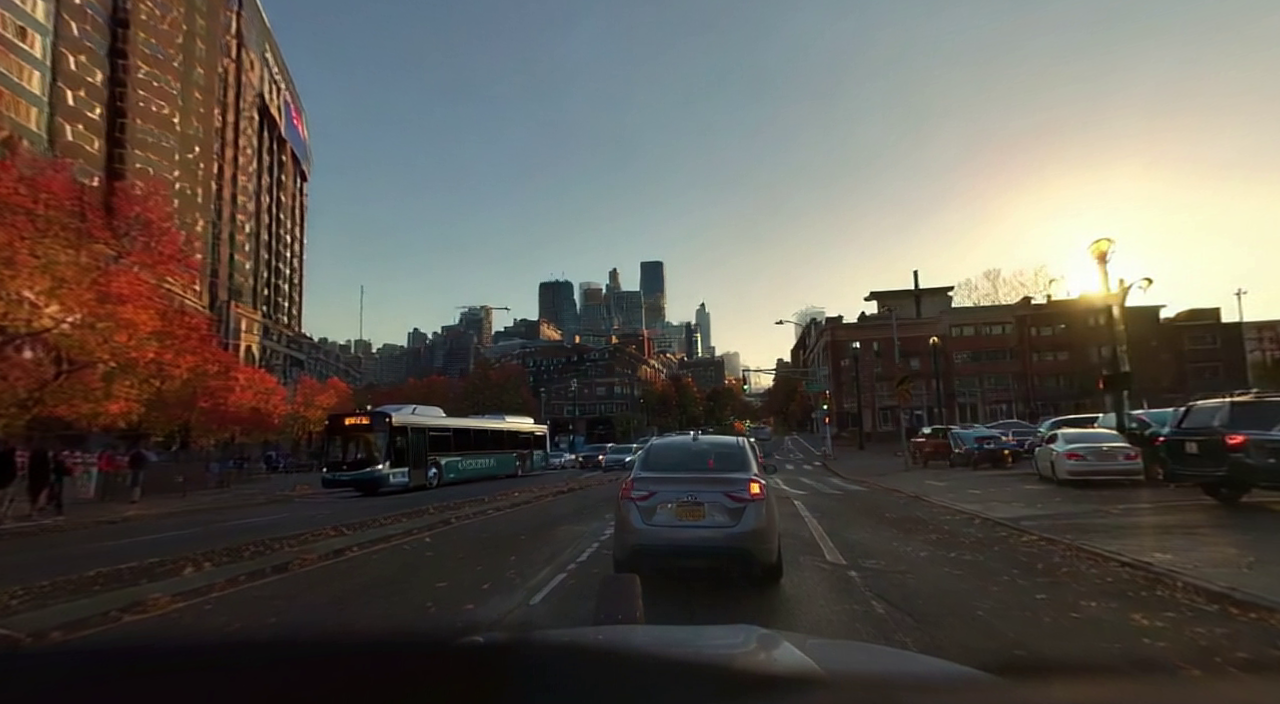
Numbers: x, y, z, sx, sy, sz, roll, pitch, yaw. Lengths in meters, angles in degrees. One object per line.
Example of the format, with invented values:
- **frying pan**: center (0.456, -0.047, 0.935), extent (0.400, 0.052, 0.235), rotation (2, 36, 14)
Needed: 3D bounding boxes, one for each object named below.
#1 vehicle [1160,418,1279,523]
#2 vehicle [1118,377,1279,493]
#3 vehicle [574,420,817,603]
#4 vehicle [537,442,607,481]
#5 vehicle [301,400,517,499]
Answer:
- **vehicle**: center (11.418, 1.664, 9.480), extent (4.894, 1.451, 2.089), rotation (-5, -10, 11)
- **vehicle**: center (12.571, 1.586, 11.903), extent (4.856, 2.020, 2.311), rotation (-2, -9, 12)
- **vehicle**: center (0.828, 1.676, 7.485), extent (2.092, 1.507, 4.078), rotation (-2, -9, 11)
- **vehicle**: center (-3.212, 5.298, 30.645), extent (2.263, 1.707, 4.640), rotation (-1, -9, 8)
- **vehicle**: center (-8.820, 4.119, 26.558), extent (3.189, 3.205, 11.526), rotation (-2, -9, 9)
